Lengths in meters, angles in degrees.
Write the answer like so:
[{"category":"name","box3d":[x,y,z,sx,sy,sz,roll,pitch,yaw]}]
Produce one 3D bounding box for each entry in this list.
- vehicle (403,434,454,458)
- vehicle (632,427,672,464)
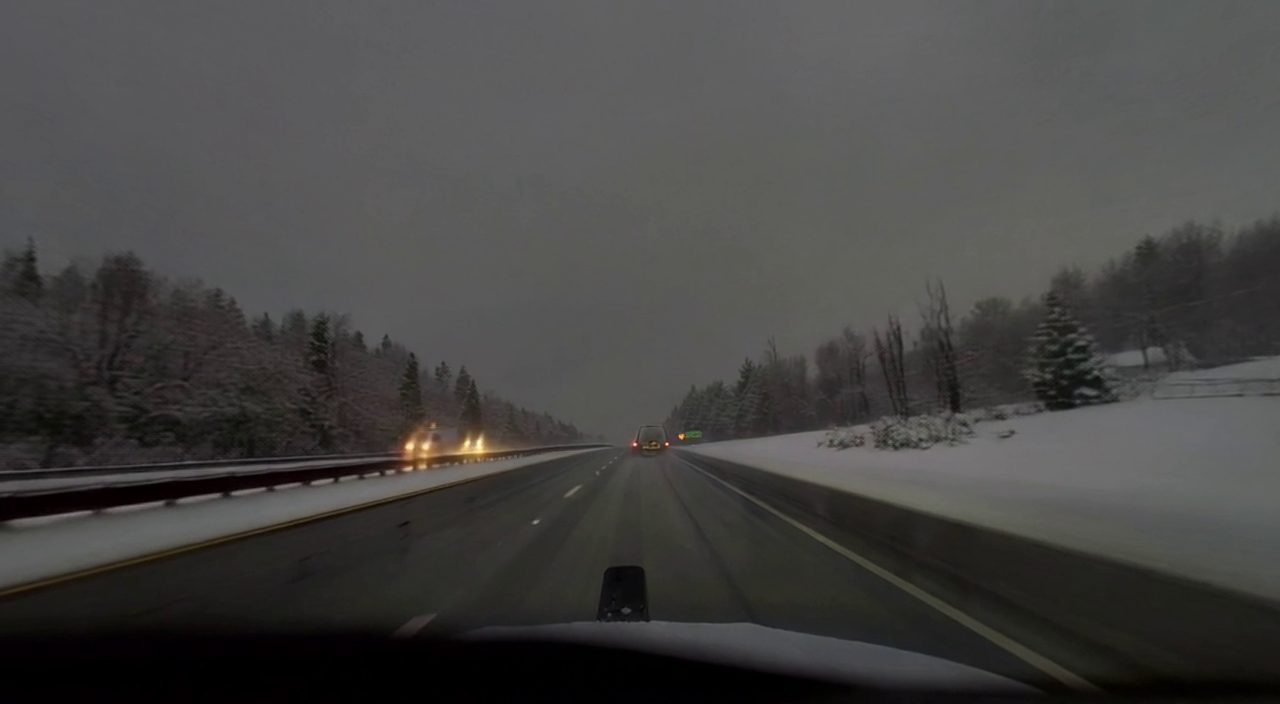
[{"category":"vehicle","box3d":[-16.087,7.200,48.152,1.994,1.747,4.842,0,-8,2]},{"category":"vehicle","box3d":[0.717,5.813,39.058,2.277,2.109,4.922,0,-8,0]}]
